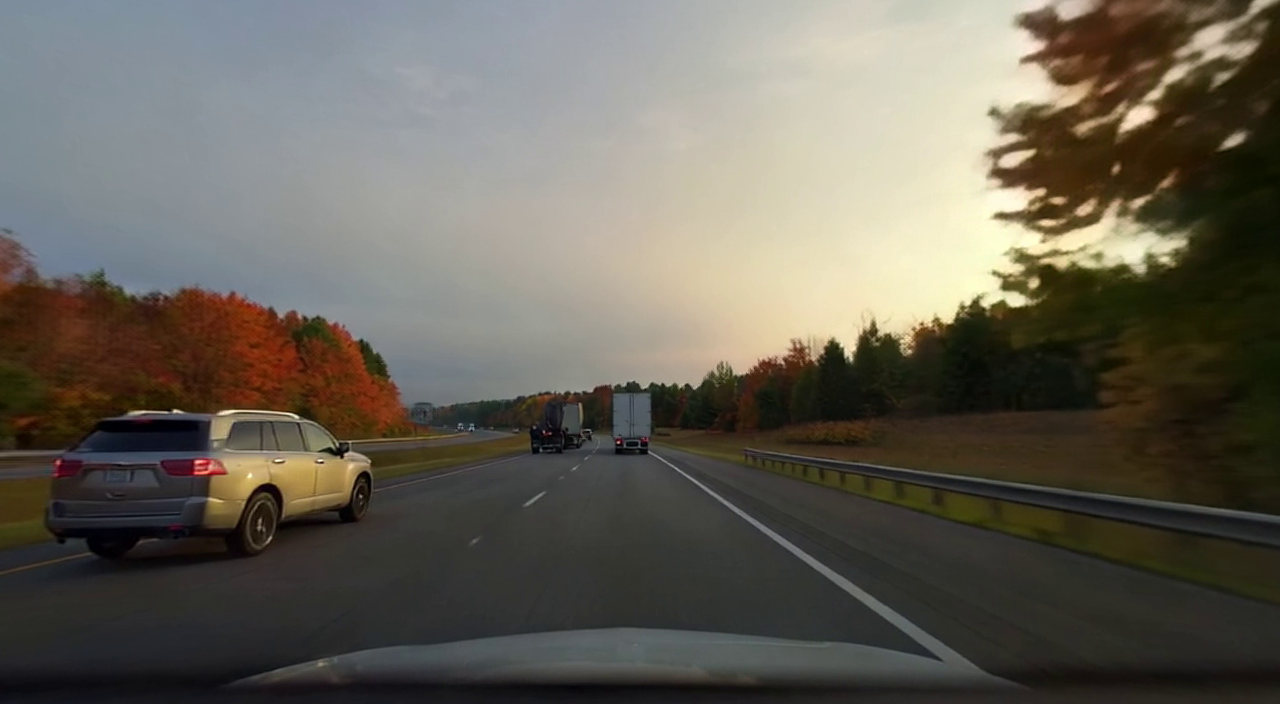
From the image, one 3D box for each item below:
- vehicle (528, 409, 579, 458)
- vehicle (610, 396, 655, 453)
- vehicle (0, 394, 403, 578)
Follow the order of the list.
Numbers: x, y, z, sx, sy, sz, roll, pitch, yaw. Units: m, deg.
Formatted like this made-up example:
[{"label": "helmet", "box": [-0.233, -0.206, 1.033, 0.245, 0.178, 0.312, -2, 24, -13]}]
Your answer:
[{"label": "vehicle", "box": [-5.189, 5.017, 38.590, 2.383, 2.726, 5.677, 0, -8, -1]}, {"label": "vehicle", "box": [-0.654, 5.576, 47.766, 3.078, 3.955, 8.774, 0, -8, -2]}, {"label": "vehicle", "box": [-4.956, 1.526, 8.067, 2.089, 1.669, 4.515, 0, -8, -1]}]
